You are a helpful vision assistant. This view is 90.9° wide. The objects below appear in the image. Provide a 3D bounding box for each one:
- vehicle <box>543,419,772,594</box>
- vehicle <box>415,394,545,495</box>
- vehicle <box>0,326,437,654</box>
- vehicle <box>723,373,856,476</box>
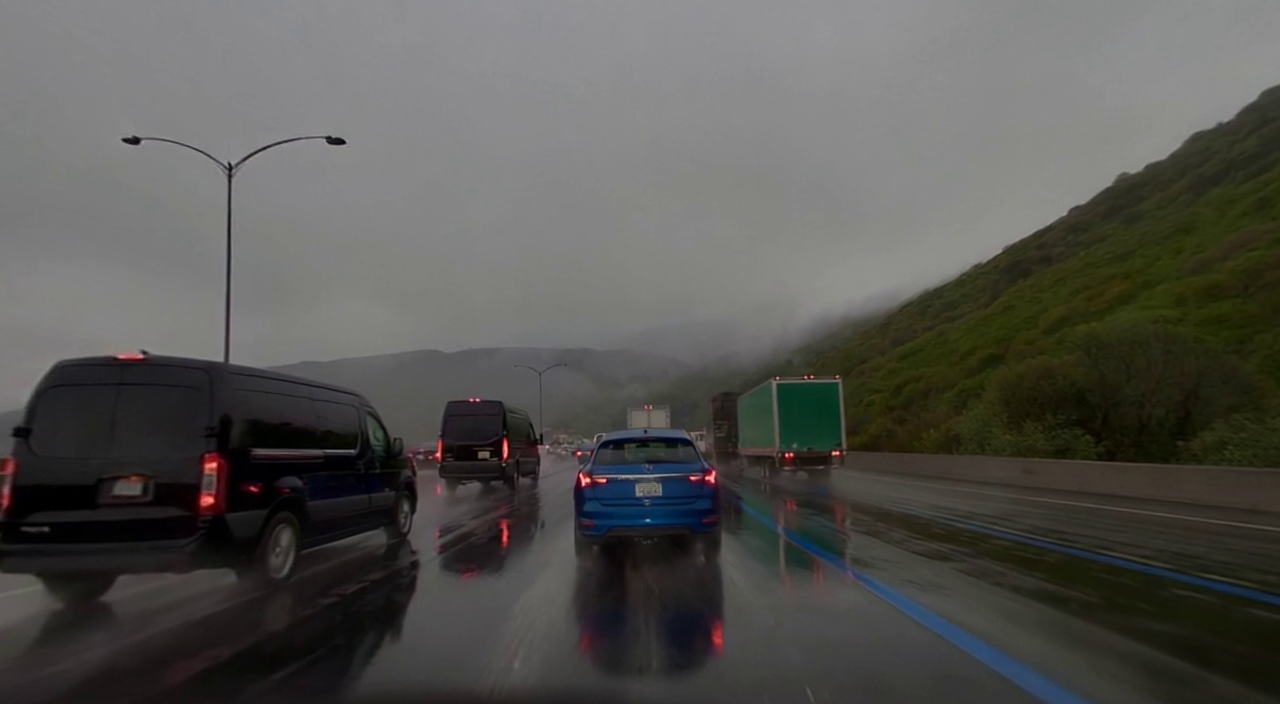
[{"bbox_3d":[0.104,1.645,7.552,2.003,1.499,3.930,0,-8,-1],"label":"vehicle"},{"bbox_3d":[-4.482,2.763,18.876,2.300,2.522,5.701,0,-8,1],"label":"vehicle"},{"bbox_3d":[-4.219,1.259,6.798,2.195,2.086,5.445,0,-8,0],"label":"vehicle"},{"bbox_3d":[6.361,3.532,29.427,2.977,3.878,11.111,0,-8,-3],"label":"vehicle"}]
